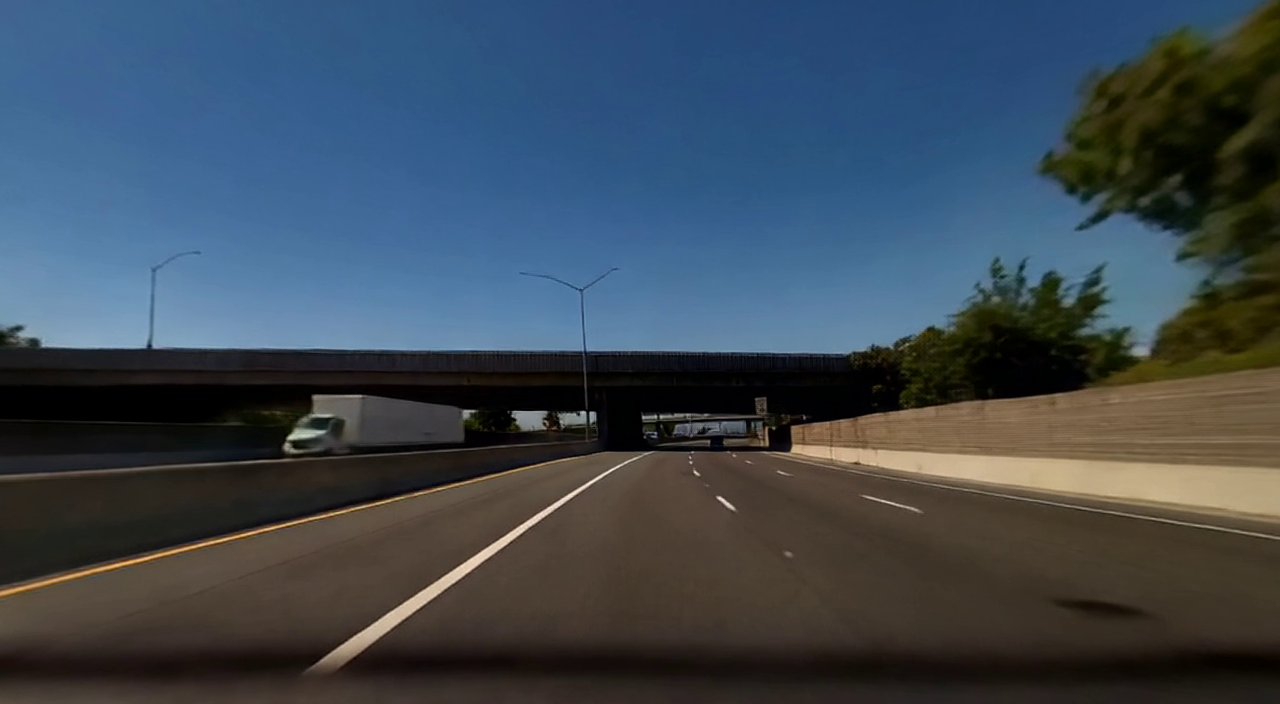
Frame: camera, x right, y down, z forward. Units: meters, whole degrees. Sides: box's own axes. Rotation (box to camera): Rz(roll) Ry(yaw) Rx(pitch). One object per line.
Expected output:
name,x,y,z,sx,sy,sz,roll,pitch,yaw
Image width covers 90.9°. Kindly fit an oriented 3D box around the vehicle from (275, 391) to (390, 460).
vehicle,-18.218,4.518,37.980,3.059,3.764,6.795,0,-8,4
